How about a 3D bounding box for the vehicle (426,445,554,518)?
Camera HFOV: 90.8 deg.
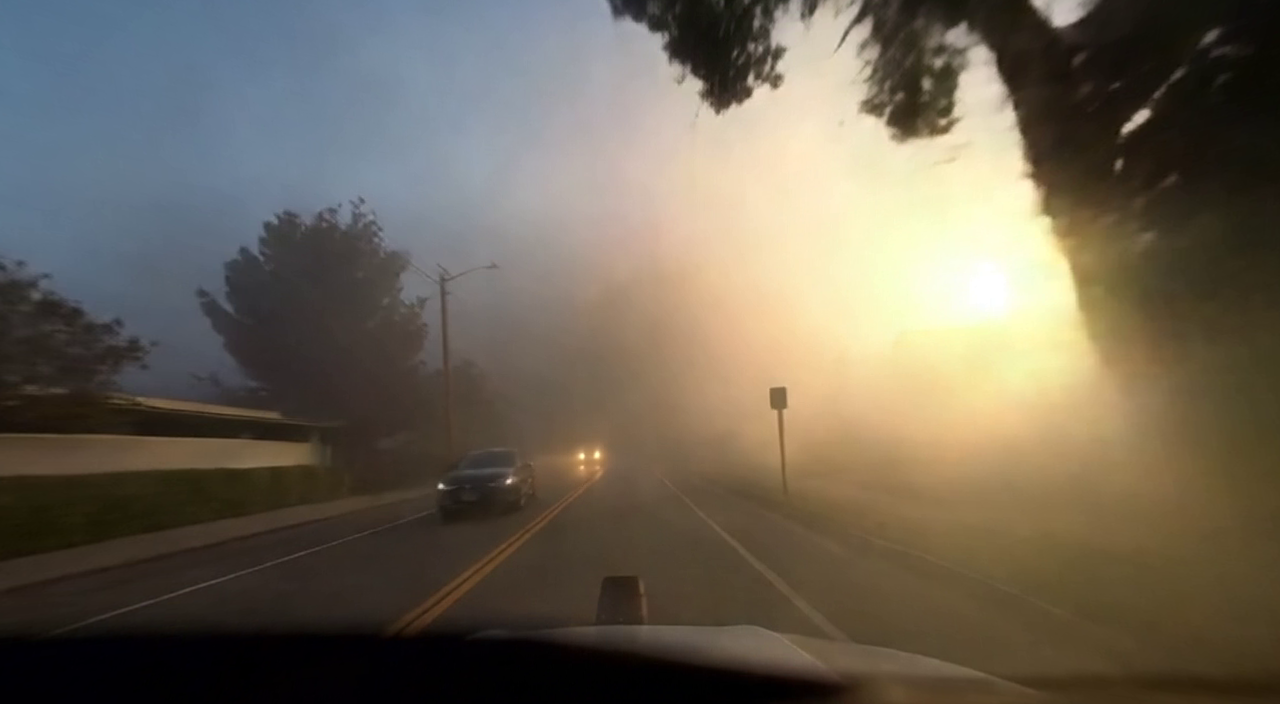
[{"bbox_3d":[-3.503,3.112,15.706,2.074,1.527,4.438,0,-9,0],"label":"vehicle"}]
